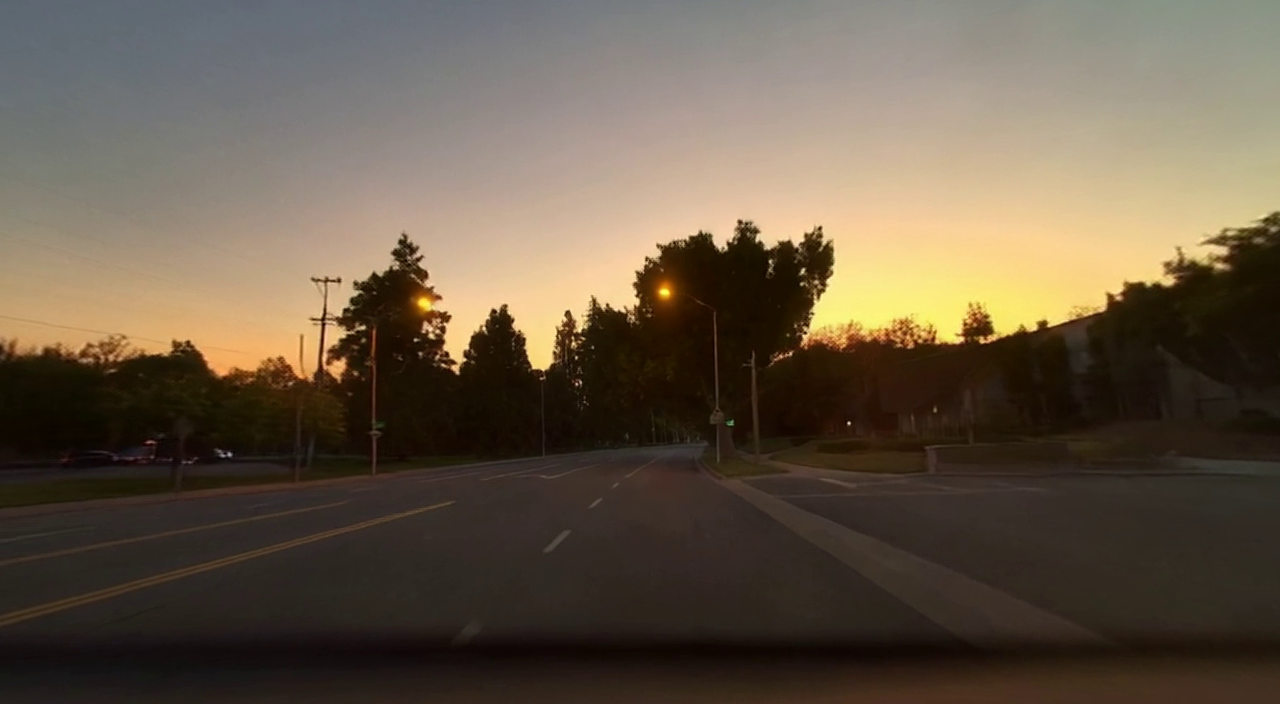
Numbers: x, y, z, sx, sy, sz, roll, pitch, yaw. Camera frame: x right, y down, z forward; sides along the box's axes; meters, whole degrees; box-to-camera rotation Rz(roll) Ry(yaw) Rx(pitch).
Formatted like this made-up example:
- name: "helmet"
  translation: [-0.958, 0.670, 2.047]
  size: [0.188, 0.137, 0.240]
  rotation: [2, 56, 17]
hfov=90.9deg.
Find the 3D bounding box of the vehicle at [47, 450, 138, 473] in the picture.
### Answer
- name: "vehicle"
  translation: [-42.846, 8.528, 49.527]
  size: [2.010, 1.681, 5.194]
  rotation: [-2, -9, 9]
